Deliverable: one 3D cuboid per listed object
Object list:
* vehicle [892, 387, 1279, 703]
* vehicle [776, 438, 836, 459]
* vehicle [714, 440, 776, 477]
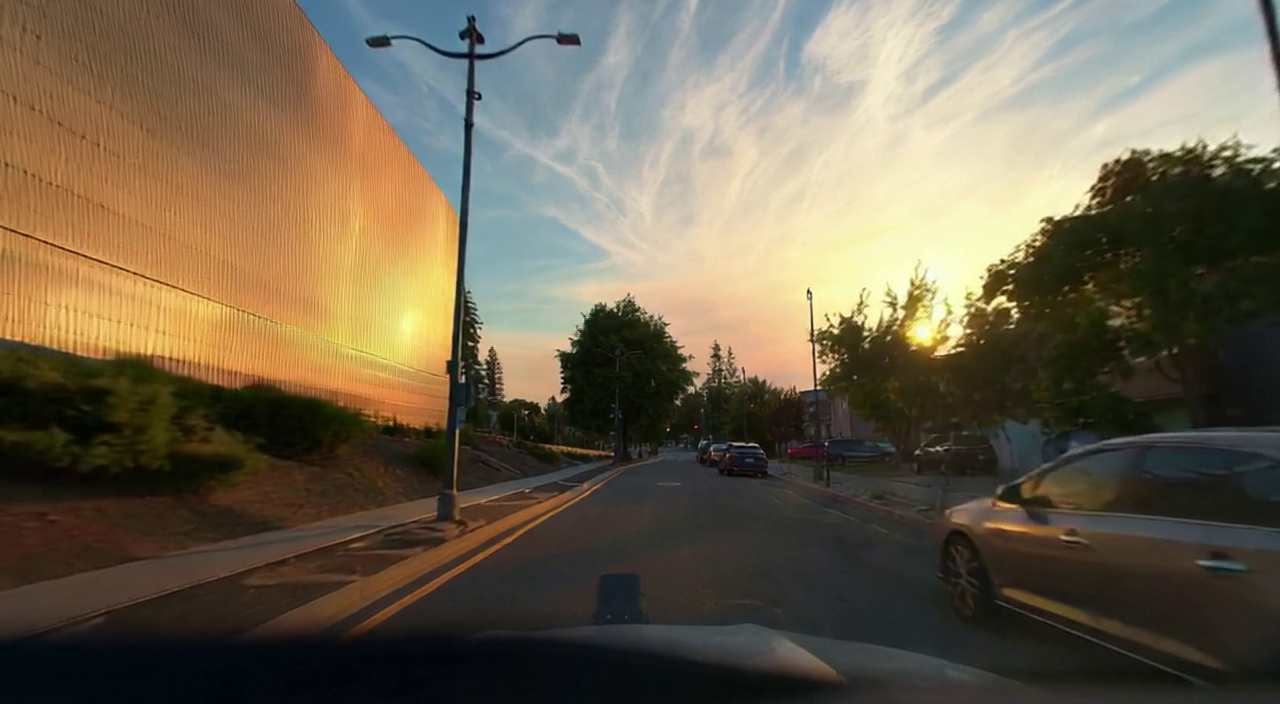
[{"bbox_3d":[3.232,1.050,3.318,2.026,1.483,4.654,0,-9,2],"label":"vehicle"},{"bbox_3d":[13.029,7.615,49.724,4.163,1.471,1.914,-1,-9,-1],"label":"vehicle"},{"bbox_3d":[4.434,4.582,27.307,2.024,1.475,4.565,0,-9,1],"label":"vehicle"}]
